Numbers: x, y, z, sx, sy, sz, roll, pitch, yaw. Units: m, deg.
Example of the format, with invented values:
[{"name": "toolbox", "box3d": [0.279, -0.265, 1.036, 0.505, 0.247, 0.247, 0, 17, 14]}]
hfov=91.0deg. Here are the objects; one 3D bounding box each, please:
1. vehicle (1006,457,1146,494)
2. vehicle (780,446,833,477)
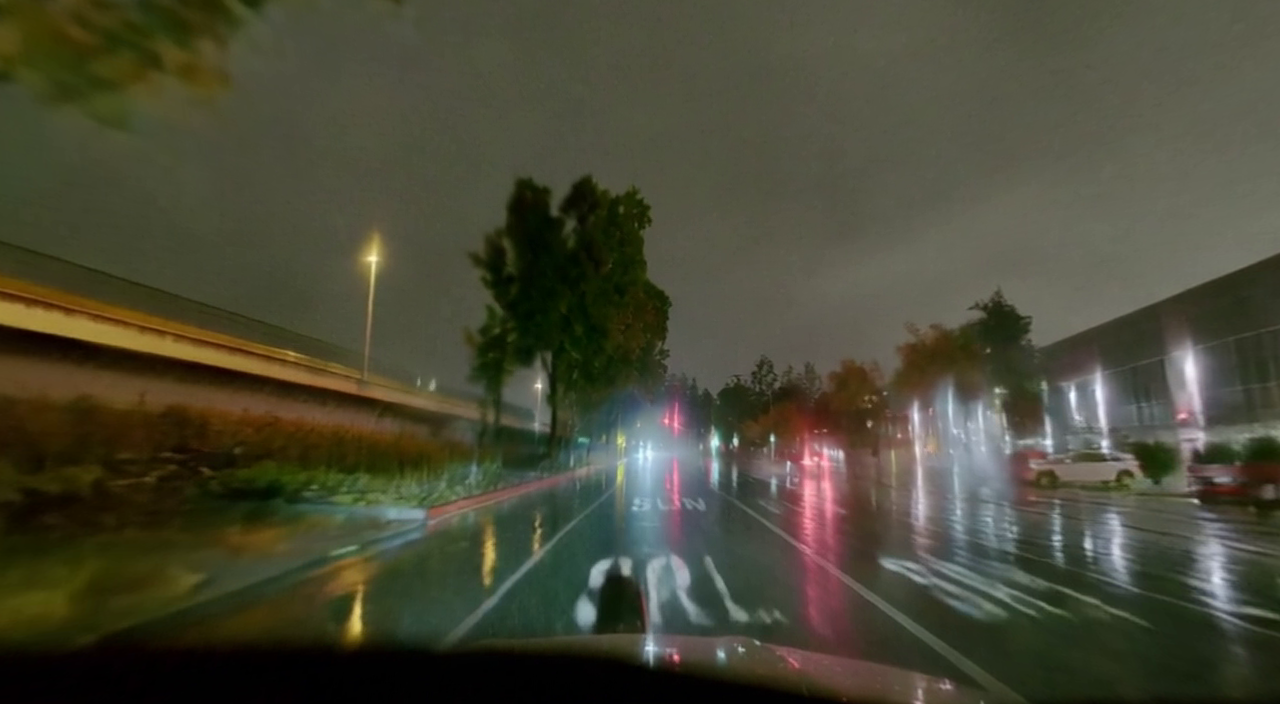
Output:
[{"name": "vehicle", "box3d": [19.881, 5.632, 28.924, 4.635, 1.552, 2.334, 0, -9, 2]}, {"name": "vehicle", "box3d": [10.854, 7.147, 41.320, 2.187, 1.871, 4.576, 0, -8, 0]}]
